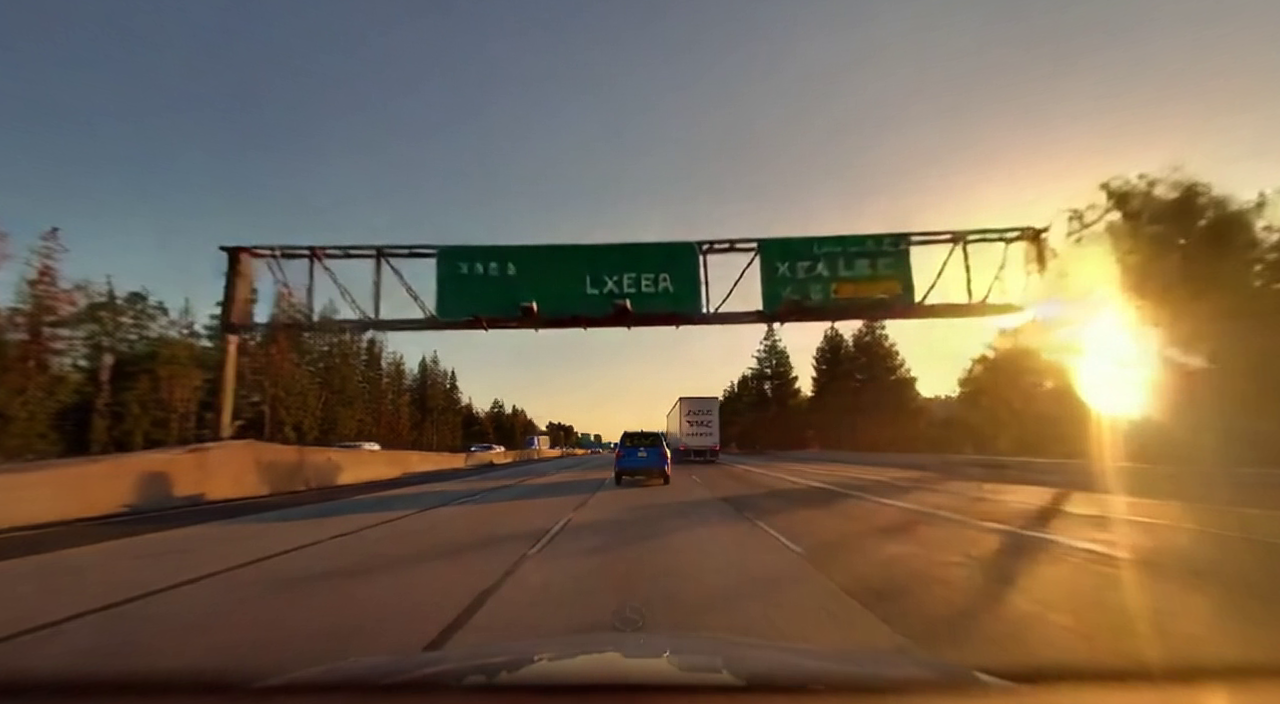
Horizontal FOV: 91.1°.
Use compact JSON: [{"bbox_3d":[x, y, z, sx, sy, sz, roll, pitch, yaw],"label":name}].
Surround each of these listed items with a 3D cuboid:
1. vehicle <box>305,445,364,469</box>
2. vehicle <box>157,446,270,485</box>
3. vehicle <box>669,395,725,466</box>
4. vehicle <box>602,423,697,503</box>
[{"bbox_3d":[-22.074,7.584,45.579,1.906,1.591,4.494,0,-8,1],"label":"vehicle"},{"bbox_3d":[-18.642,4.942,27.736,1.902,1.557,4.326,0,-8,1],"label":"vehicle"},{"bbox_3d":[3.695,5.766,44.957,2.909,4.135,15.820,0,-8,1],"label":"vehicle"},{"bbox_3d":[0.233,2.723,15.749,2.054,1.706,4.201,0,-8,1],"label":"vehicle"}]
